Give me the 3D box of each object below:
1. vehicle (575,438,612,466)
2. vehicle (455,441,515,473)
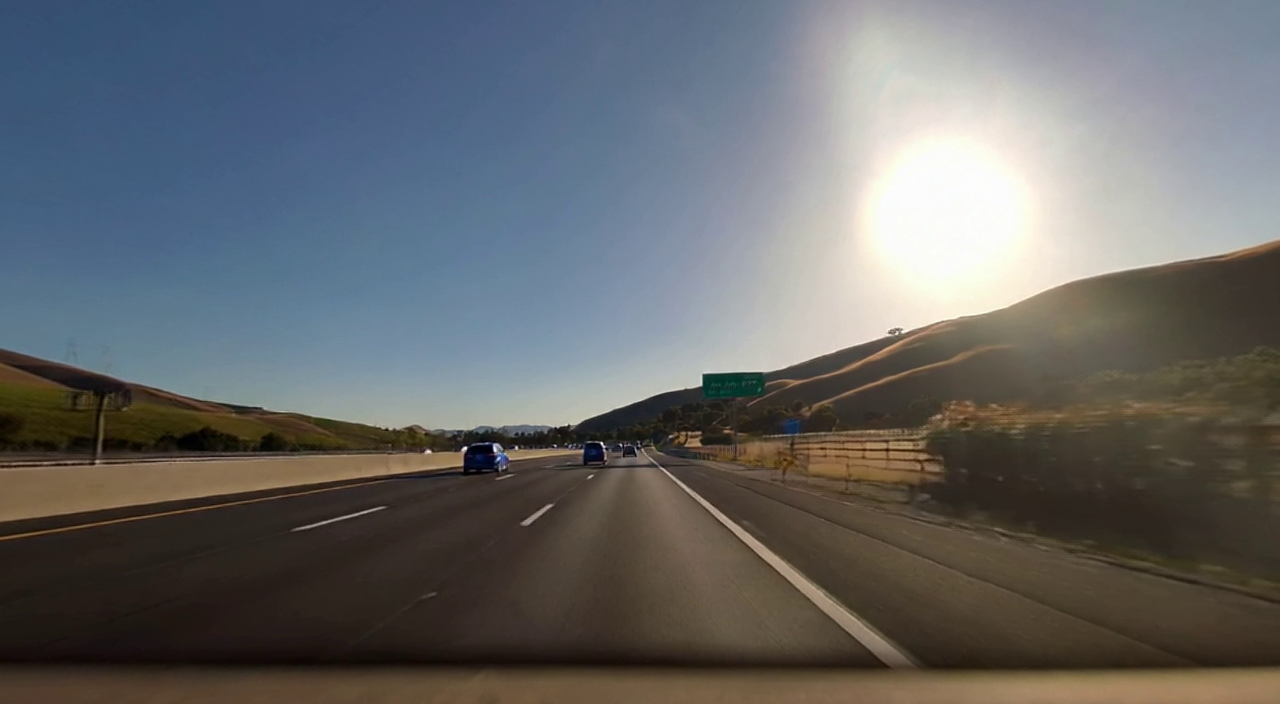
[{"bbox_3d":[-2.975,6.589,41.724,2.029,1.753,4.718,0,-8,1],"label":"vehicle"},{"bbox_3d":[-7.802,5.323,32.286,1.930,1.508,4.567,0,-8,0],"label":"vehicle"}]
